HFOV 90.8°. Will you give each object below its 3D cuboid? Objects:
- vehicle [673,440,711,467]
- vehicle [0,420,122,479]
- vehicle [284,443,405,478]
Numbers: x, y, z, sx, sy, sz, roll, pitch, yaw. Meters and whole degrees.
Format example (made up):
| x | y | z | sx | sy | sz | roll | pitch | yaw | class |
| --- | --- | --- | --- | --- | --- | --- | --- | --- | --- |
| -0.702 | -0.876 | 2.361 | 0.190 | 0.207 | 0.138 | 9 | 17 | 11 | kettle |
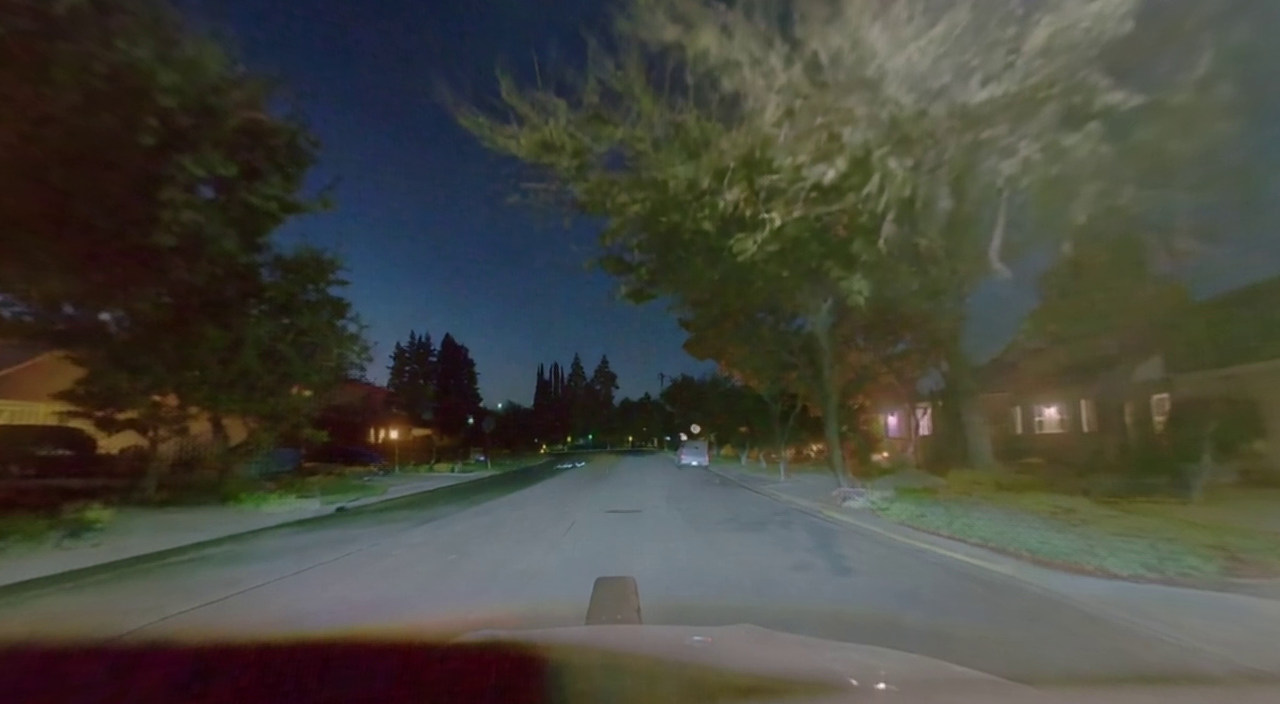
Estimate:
| x | y | z | sx | sy | sz | roll | pitch | yaw | class |
| --- | --- | --- | --- | --- | --- | --- | --- | --- | --- |
| 3.019 | 6.011 | 37.497 | 1.975 | 1.528 | 4.000 | 0 | -9 | 1 | vehicle |
| -18.562 | 2.942 | 19.094 | 4.093 | 1.661 | 1.765 | 0 | -8 | -5 | vehicle |
| -13.476 | 4.974 | 29.066 | 4.572 | 1.522 | 1.999 | 0 | -9 | -4 | vehicle |
